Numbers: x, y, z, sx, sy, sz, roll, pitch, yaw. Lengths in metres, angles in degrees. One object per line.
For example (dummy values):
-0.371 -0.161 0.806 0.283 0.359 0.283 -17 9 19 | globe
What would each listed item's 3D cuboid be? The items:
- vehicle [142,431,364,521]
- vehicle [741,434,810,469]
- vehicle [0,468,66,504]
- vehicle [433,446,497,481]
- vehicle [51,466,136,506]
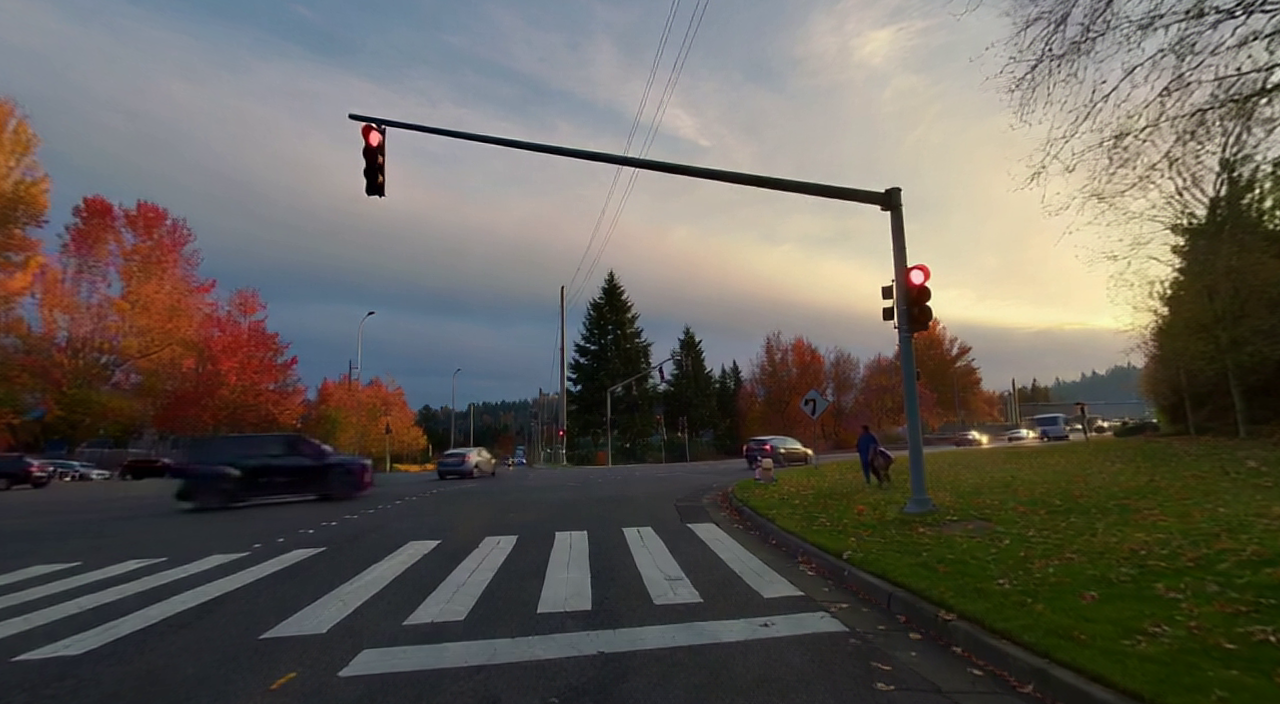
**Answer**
-9.592 3.030 15.867 1.942 1.920 4.263 -8 -11 39 | vehicle
7.812 5.675 35.883 1.988 1.853 4.314 -8 -11 39 | vehicle
-30.295 6.459 30.356 1.800 1.520 3.968 2 -9 -13 | vehicle
-8.927 5.693 32.294 1.832 1.674 3.805 -1 -9 6 | vehicle
-25.377 6.191 29.281 1.694 1.528 4.225 3 -9 -23 | vehicle
